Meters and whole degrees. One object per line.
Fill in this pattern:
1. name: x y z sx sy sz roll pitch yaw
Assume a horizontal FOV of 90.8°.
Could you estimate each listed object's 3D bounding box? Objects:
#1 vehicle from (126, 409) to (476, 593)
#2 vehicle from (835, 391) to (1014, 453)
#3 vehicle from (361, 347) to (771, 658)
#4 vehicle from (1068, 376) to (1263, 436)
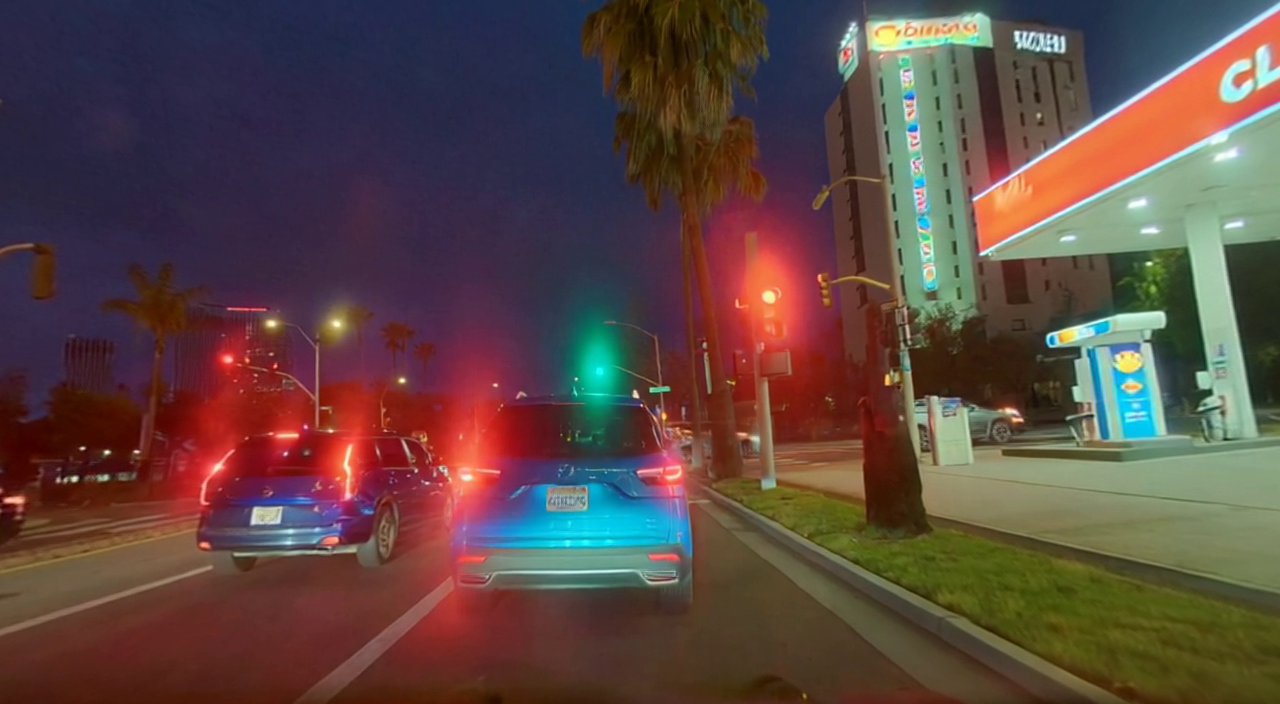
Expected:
1. vehicle: -3.819 1.756 8.487 2.097 1.692 5.030 0 -8 -3
2. vehicle: 9.986 2.501 22.459 5.307 2.076 2.122 0 -8 -4
3. vehicle: -0.548 1.269 6.421 2.519 1.913 4.819 0 -8 -3
4. vehicle: 18.775 1.979 22.790 5.033 1.999 2.259 0 -8 -3
